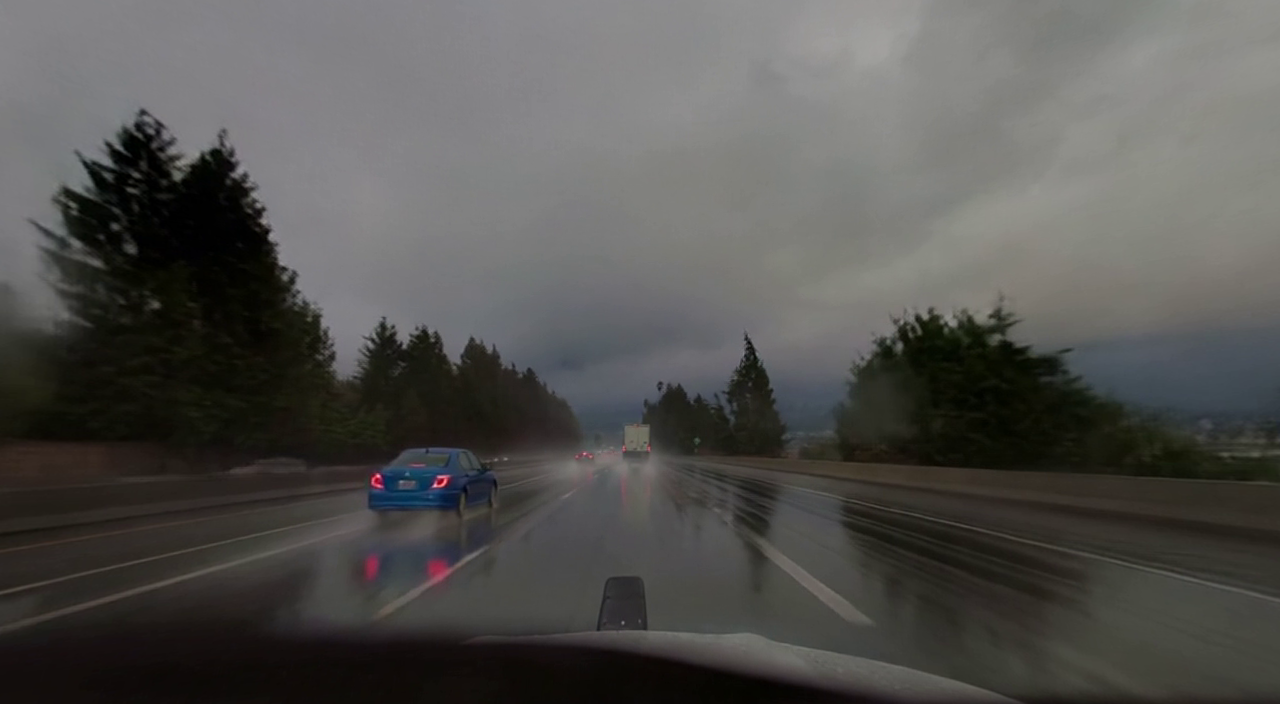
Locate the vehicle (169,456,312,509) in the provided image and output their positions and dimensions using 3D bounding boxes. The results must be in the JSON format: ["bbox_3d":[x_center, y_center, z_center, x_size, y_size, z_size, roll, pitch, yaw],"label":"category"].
[{"bbox_3d":[-13.192,4.297,21.187,2.093,1.561,4.069,0,-9,0],"label":"vehicle"}]

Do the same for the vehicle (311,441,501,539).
[{"bbox_3d":[-4.160,2.496,12.132,1.916,1.506,4.476,0,-9,0],"label":"vehicle"}]
